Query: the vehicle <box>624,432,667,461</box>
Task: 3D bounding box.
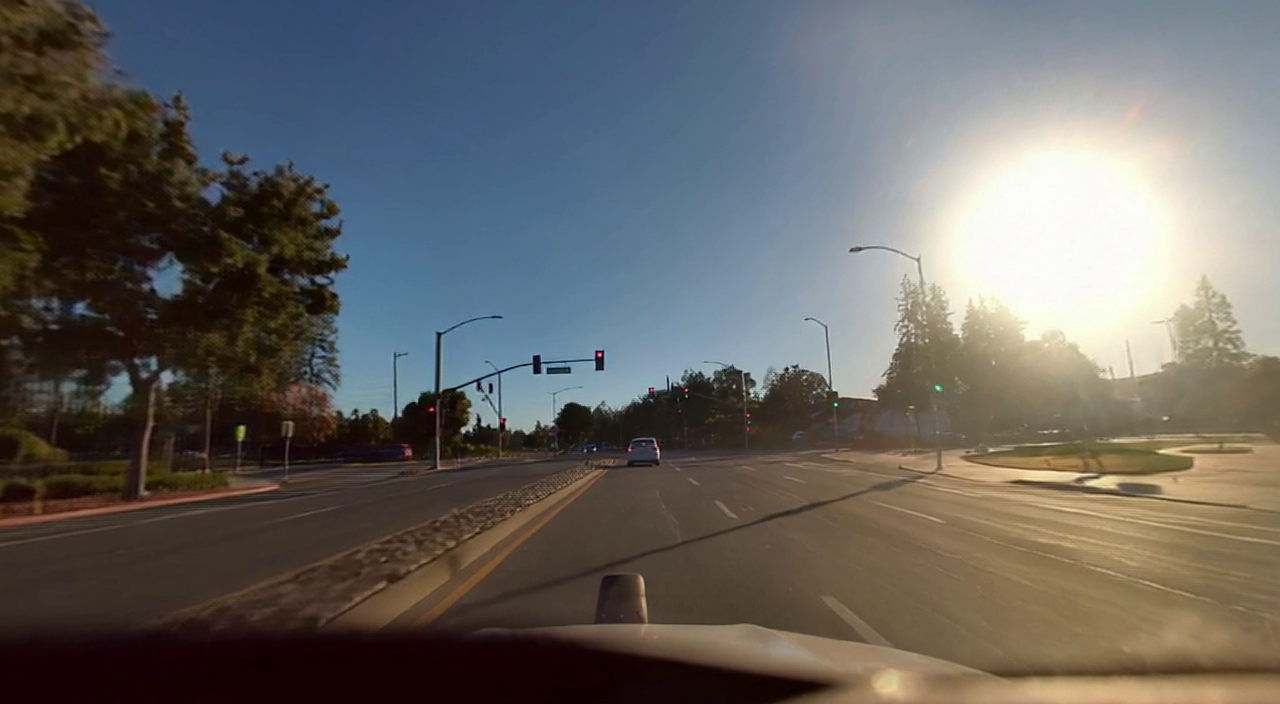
[{"bbox_3d":[0.369,5.521,36.813,2.074,1.570,3.647,-1,-8,8],"label":"vehicle"}]
